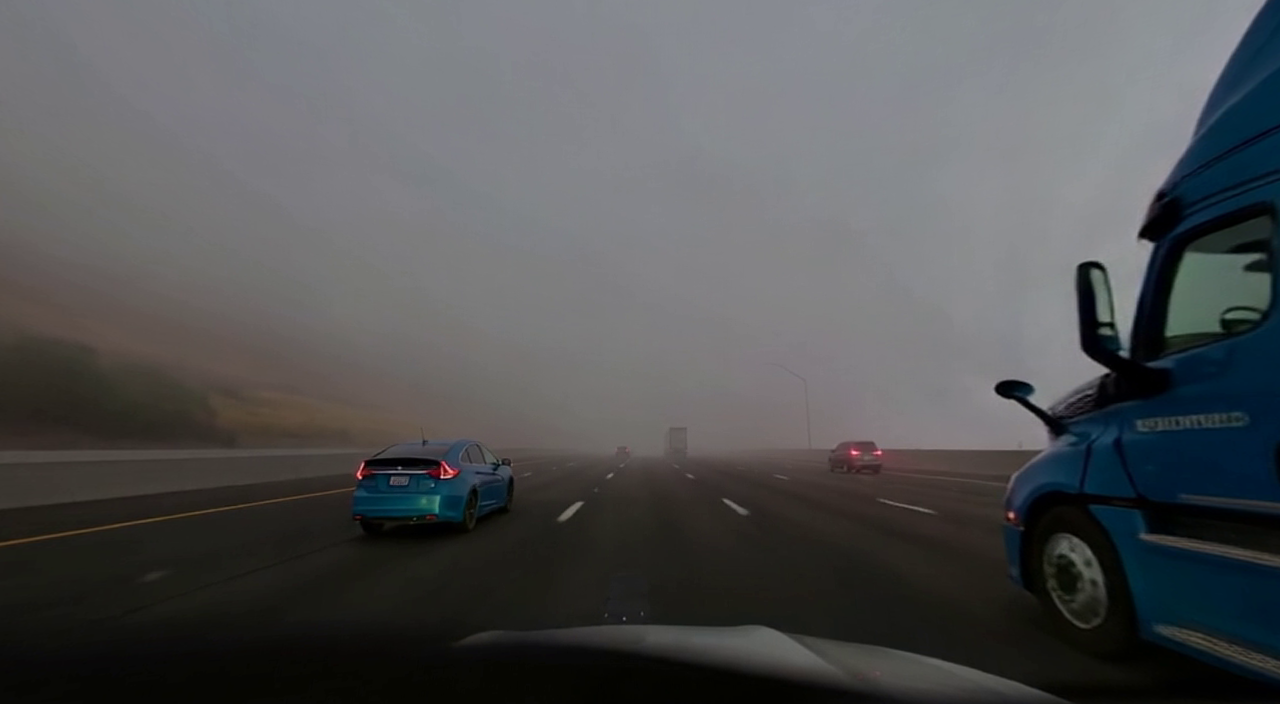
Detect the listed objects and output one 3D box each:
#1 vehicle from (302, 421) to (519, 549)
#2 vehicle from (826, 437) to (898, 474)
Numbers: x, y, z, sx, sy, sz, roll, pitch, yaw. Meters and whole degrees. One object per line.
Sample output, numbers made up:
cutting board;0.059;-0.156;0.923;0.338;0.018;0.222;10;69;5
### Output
vehicle;-3.303;1.987;10.009;1.967;1.615;3.886;0;-8;0
vehicle;11.292;5.296;32.308;2.062;1.736;4.589;0;-8;0
